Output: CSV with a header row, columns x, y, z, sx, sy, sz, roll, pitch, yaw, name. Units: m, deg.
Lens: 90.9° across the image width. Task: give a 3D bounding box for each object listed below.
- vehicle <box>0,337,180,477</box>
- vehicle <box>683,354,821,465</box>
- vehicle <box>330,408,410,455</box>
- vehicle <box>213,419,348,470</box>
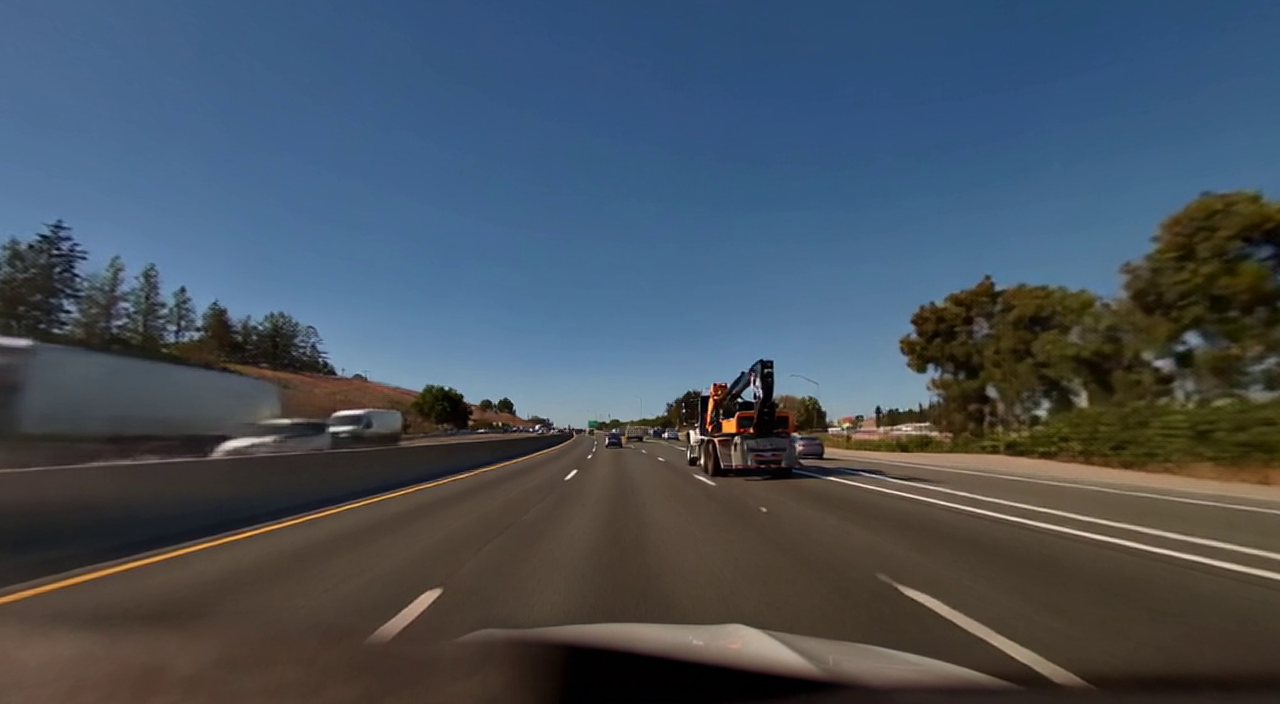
x,y,z,sx,sy,sz,roll,pitch,yaw,name
-18.987,1.711,18.781,3.022,3.791,10.271,0,-8,-2,vehicle
3.510,2.185,22.176,2.833,3.180,8.004,1,-8,-4,vehicle
-15.691,4.679,37.030,2.254,2.533,5.803,0,-8,-2,vehicle
-12.014,3.132,21.493,2.000,1.546,4.563,0,-8,-2,vehicle
